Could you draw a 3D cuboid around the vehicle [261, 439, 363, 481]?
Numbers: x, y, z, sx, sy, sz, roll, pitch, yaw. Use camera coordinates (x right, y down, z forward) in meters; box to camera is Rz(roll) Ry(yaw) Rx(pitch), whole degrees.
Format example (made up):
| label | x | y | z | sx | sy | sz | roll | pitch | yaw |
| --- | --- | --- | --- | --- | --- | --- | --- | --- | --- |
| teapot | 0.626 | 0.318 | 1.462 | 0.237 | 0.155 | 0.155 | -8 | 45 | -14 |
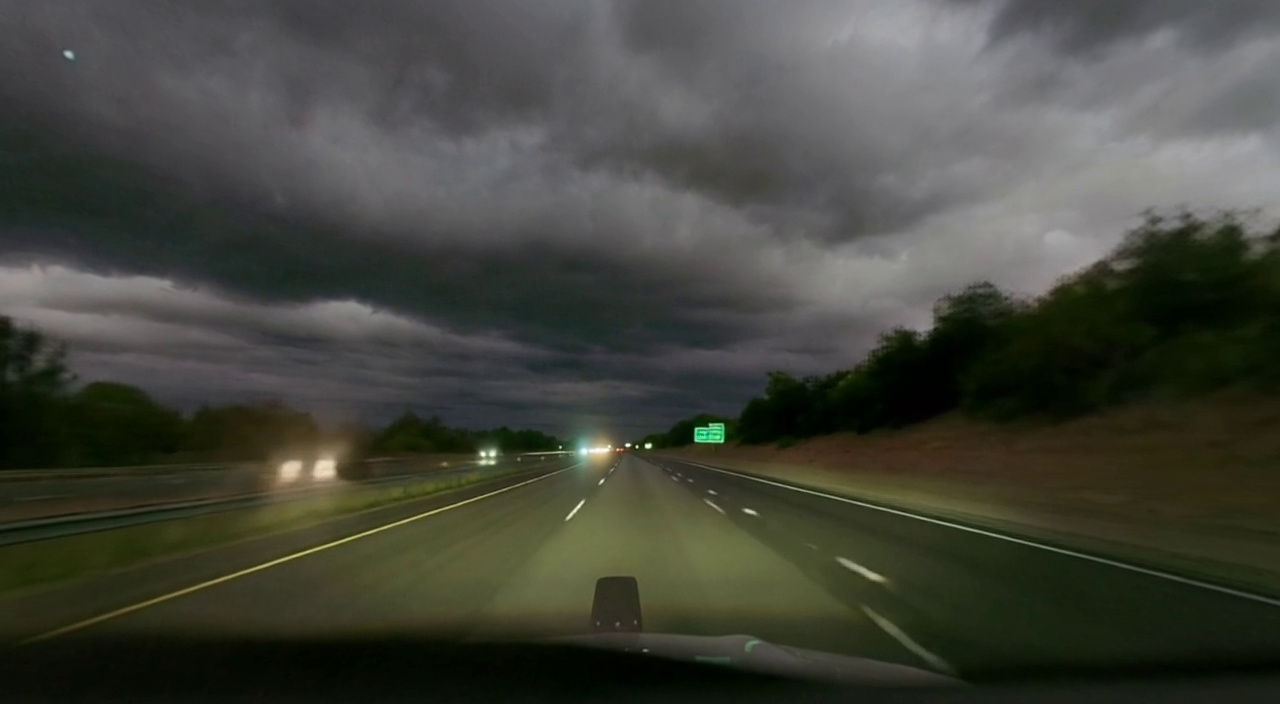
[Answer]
| label | x | y | z | sx | sy | sz | roll | pitch | yaw |
| --- | --- | --- | --- | --- | --- | --- | --- | --- | --- |
| vehicle | -12.668 | 4.211 | 24.623 | 1.821 | 1.470 | 4.090 | 0 | -9 | -1 |
